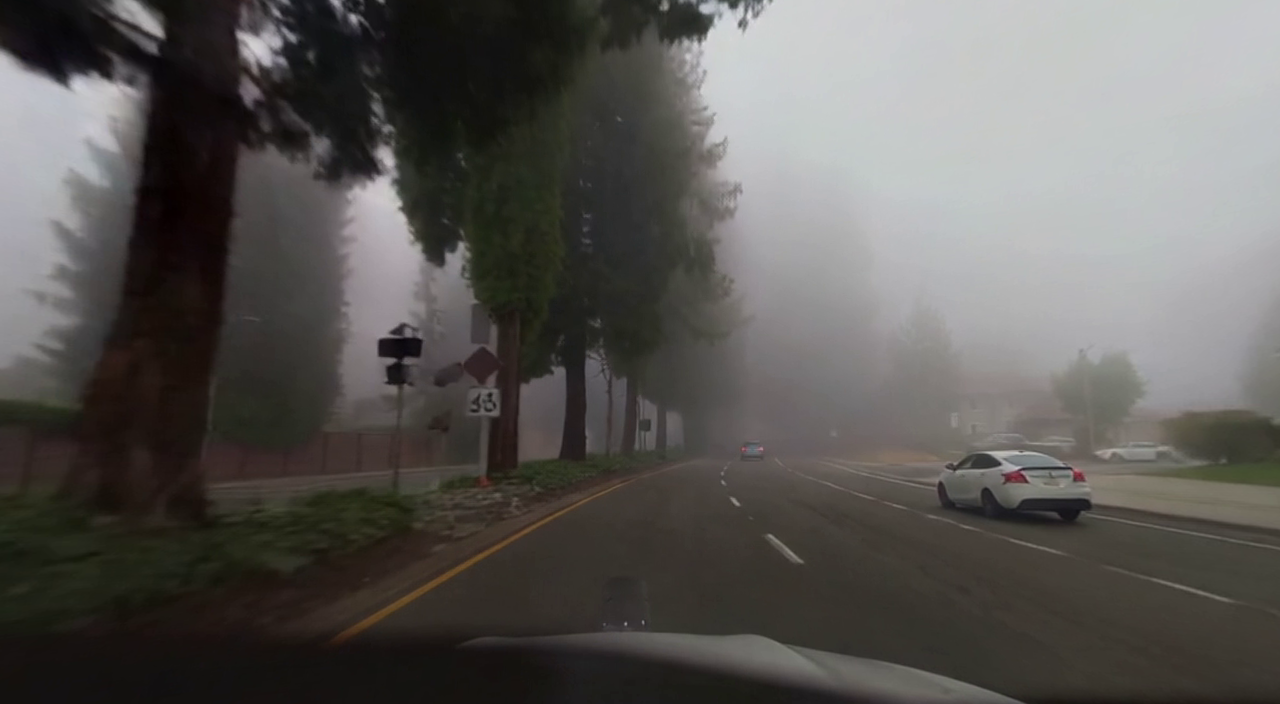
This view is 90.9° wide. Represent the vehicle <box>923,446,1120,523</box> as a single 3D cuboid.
[{"bbox_3d":[8.311,2.871,14.321,1.855,1.444,4.389,0,-8,2],"label":"vehicle"}]
